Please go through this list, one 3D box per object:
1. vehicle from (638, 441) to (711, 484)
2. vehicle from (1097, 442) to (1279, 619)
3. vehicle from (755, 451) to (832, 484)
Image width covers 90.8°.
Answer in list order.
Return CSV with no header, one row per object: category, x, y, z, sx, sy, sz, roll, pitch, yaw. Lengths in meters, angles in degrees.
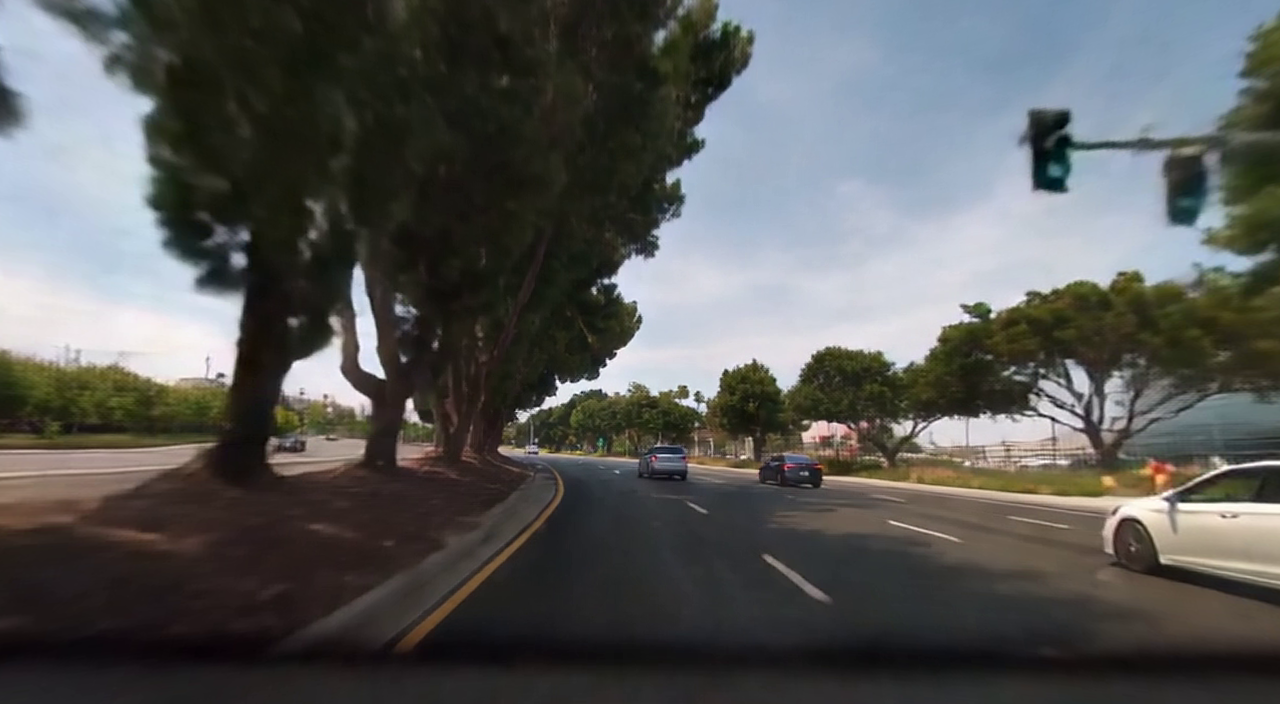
vehicle,1.332,4.589,26.571,2.122,1.646,4.525,1,-9,-9
vehicle,6.360,1.471,5.120,1.882,1.476,4.344,0,-9,-3
vehicle,7.321,5.541,30.639,1.940,1.460,4.652,1,-9,-9
